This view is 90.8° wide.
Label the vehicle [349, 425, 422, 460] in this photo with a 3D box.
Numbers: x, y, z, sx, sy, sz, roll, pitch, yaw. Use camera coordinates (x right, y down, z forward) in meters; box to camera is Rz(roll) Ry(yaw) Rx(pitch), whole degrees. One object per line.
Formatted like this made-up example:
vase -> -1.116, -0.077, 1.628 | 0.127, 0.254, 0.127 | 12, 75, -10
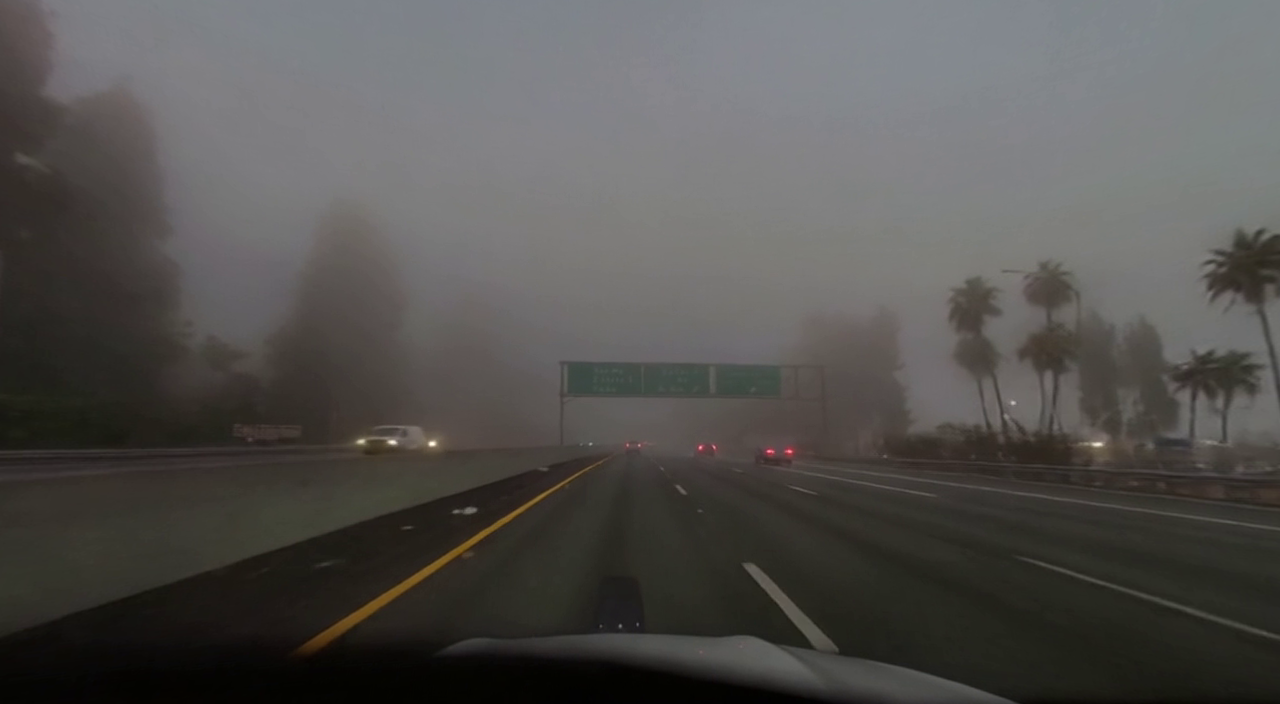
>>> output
vehicle -> -13.407, 4.818, 33.622 | 2.006, 1.695, 4.512 | 0, -8, -1
